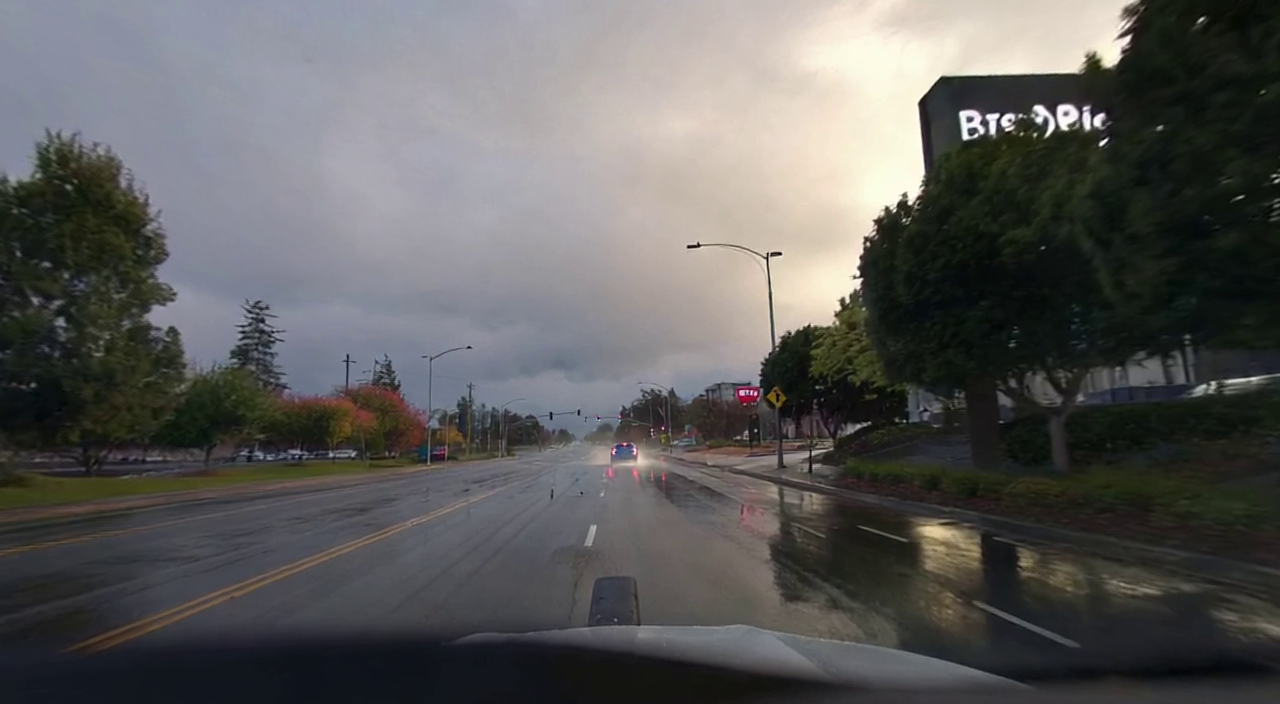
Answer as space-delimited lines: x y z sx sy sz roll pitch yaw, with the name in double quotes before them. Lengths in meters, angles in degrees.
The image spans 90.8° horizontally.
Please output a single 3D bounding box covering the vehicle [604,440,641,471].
"vehicle" -0.961 5.916 36.372 2.024 1.628 4.774 0 -8 -1
